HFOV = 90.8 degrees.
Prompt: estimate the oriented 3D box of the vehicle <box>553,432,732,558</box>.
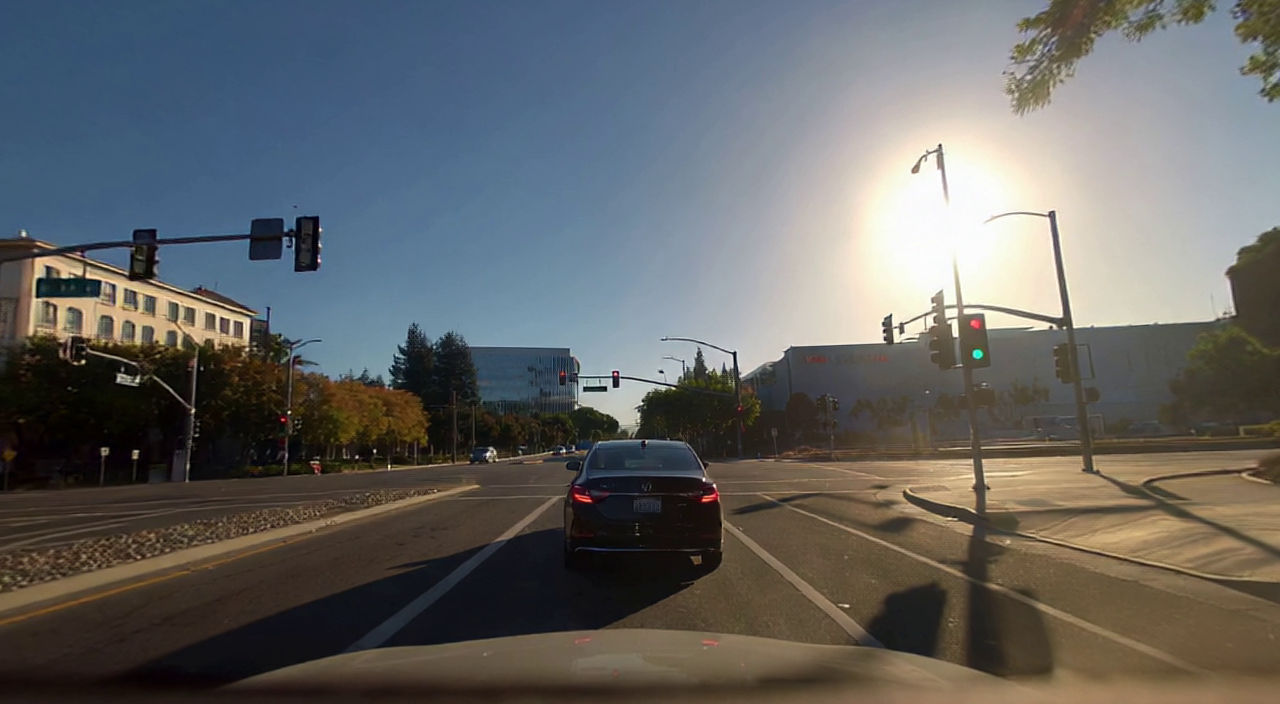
[{"bbox_3d":[-0.003,1.995,9.508,2.107,1.470,3.974,0,-9,-1],"label":"vehicle"}]
